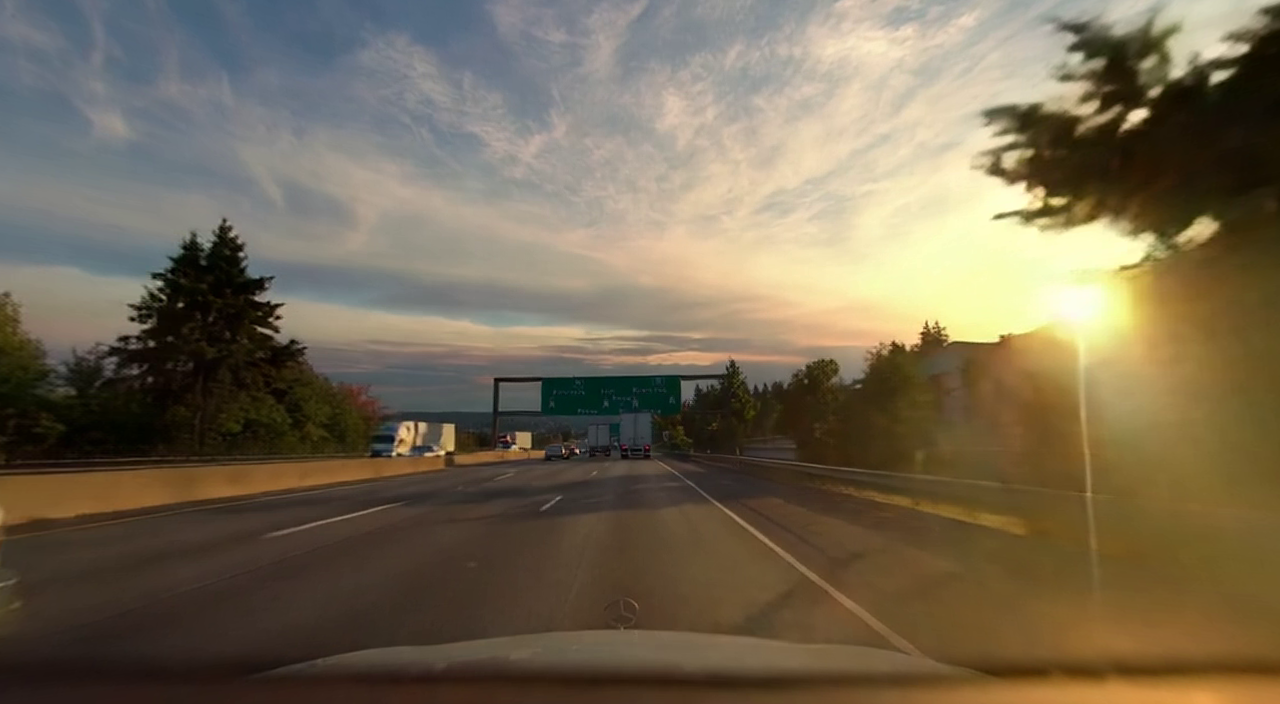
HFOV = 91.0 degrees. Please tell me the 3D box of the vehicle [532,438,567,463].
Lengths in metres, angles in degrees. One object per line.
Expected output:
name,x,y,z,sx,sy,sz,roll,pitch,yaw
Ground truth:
vehicle,-7.125,7.776,49.891,2.127,1.839,4.984,0,-8,-1
